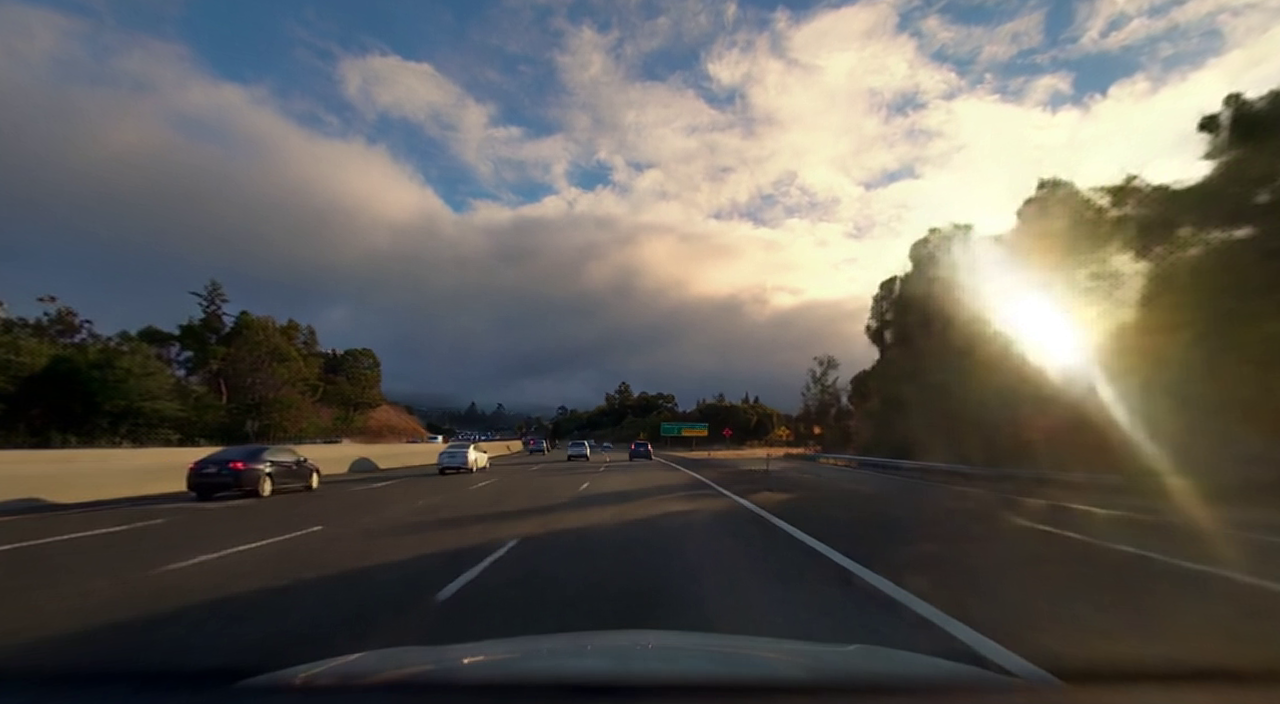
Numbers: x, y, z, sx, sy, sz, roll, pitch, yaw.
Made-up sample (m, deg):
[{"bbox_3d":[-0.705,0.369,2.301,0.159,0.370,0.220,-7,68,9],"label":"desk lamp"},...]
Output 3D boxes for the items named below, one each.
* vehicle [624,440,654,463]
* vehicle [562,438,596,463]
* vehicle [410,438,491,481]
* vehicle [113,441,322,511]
[{"bbox_3d":[-0.093,6.548,41.623,1.881,1.460,3.694,0,-8,-2],"label":"vehicle"},{"bbox_3d":[-4.150,6.779,43.585,1.991,1.610,4.606,0,-8,-1],"label":"vehicle"},{"bbox_3d":[-7.642,4.365,25.895,2.086,1.628,4.039,0,-8,0],"label":"vehicle"},{"bbox_3d":[-10.286,3.015,16.001,1.935,1.474,5.033,0,-8,-2],"label":"vehicle"}]
